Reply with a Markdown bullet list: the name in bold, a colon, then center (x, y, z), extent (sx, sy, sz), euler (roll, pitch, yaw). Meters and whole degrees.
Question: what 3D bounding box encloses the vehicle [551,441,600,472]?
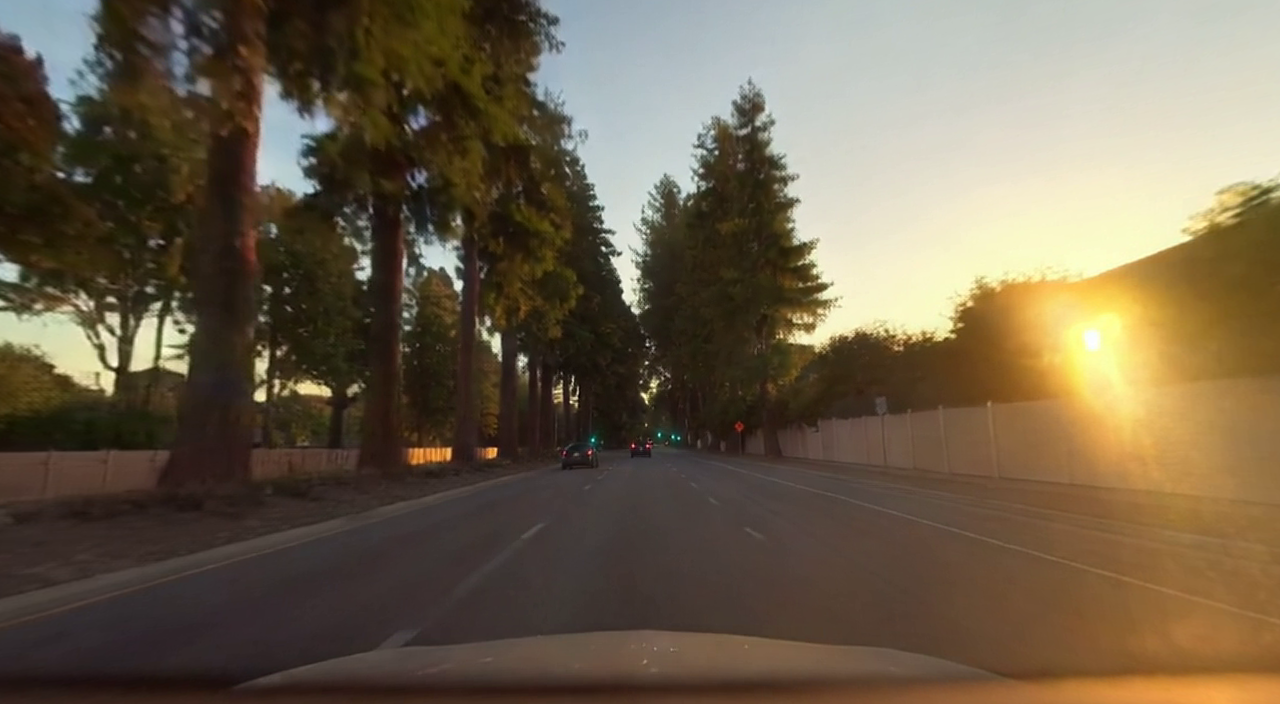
- **vehicle**: center (-3.282, 5.418, 32.862), extent (2.021, 1.466, 4.330), euler (0, -9, 1)
